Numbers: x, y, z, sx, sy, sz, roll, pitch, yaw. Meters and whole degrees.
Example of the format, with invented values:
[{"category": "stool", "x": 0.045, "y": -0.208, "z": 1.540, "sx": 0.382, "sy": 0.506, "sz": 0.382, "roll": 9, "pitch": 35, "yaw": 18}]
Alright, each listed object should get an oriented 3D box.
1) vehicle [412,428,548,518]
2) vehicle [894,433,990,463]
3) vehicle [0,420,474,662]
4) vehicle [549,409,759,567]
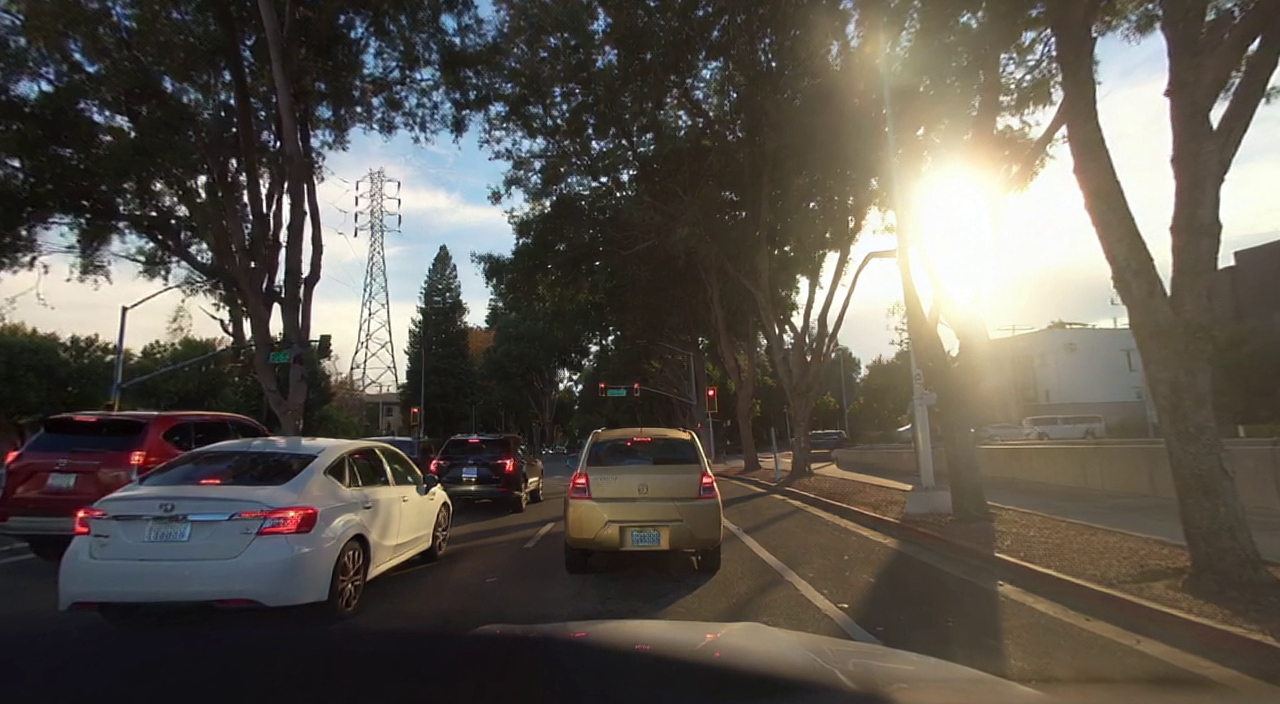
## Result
[{"category": "vehicle", "x": -3.252, "y": 2.523, "z": 13.661, "sx": 1.997, "sy": 1.636, "sz": 3.760, "roll": 0, "pitch": -8, "yaw": -1}, {"category": "vehicle", "x": 15.092, "y": 4.807, "z": 31.696, "sx": 3.858, "sy": 1.437, "sz": 1.899, "roll": 0, "pitch": -8, "yaw": -4}, {"category": "vehicle", "x": -3.166, "y": 1.493, "z": 6.189, "sx": 1.973, "sy": 1.469, "sz": 4.448, "roll": 0, "pitch": -8, "yaw": -1}, {"category": "vehicle", "x": 0.086, "y": 1.759, "z": 8.922, "sx": 2.239, "sy": 1.661, "sz": 4.224, "roll": 0, "pitch": -8, "yaw": -2}]
